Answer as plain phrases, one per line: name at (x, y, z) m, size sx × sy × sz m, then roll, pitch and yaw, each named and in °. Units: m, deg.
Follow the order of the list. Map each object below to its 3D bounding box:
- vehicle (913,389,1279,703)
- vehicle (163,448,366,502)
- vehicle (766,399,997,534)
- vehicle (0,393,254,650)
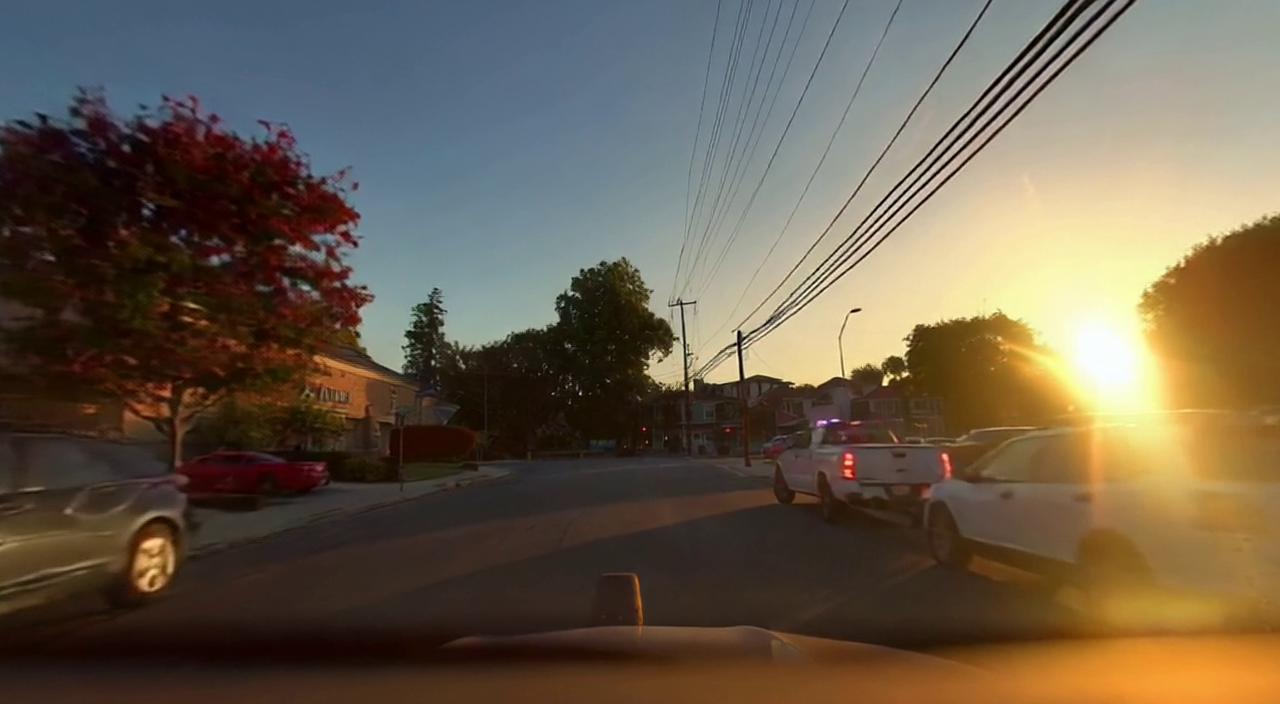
vehicle at (3.904, 1.208, 4.665) m, size 1.848 × 1.550 × 4.054 m, roll 0°, pitch -8°, yaw -1°
vehicle at (-11.102, 3.647, 18.944) m, size 4.813 × 1.503 × 1.923 m, roll 0°, pitch -8°, yaw -4°
vehicle at (4.002, 2.032, 11.701) m, size 2.205 × 1.923 × 5.178 m, roll 0°, pitch -8°, yaw 0°
vehicle at (-5.985, 1.329, 5.049) m, size 2.322 × 1.913 × 5.582 m, roll 0°, pitch -8°, yaw -1°
